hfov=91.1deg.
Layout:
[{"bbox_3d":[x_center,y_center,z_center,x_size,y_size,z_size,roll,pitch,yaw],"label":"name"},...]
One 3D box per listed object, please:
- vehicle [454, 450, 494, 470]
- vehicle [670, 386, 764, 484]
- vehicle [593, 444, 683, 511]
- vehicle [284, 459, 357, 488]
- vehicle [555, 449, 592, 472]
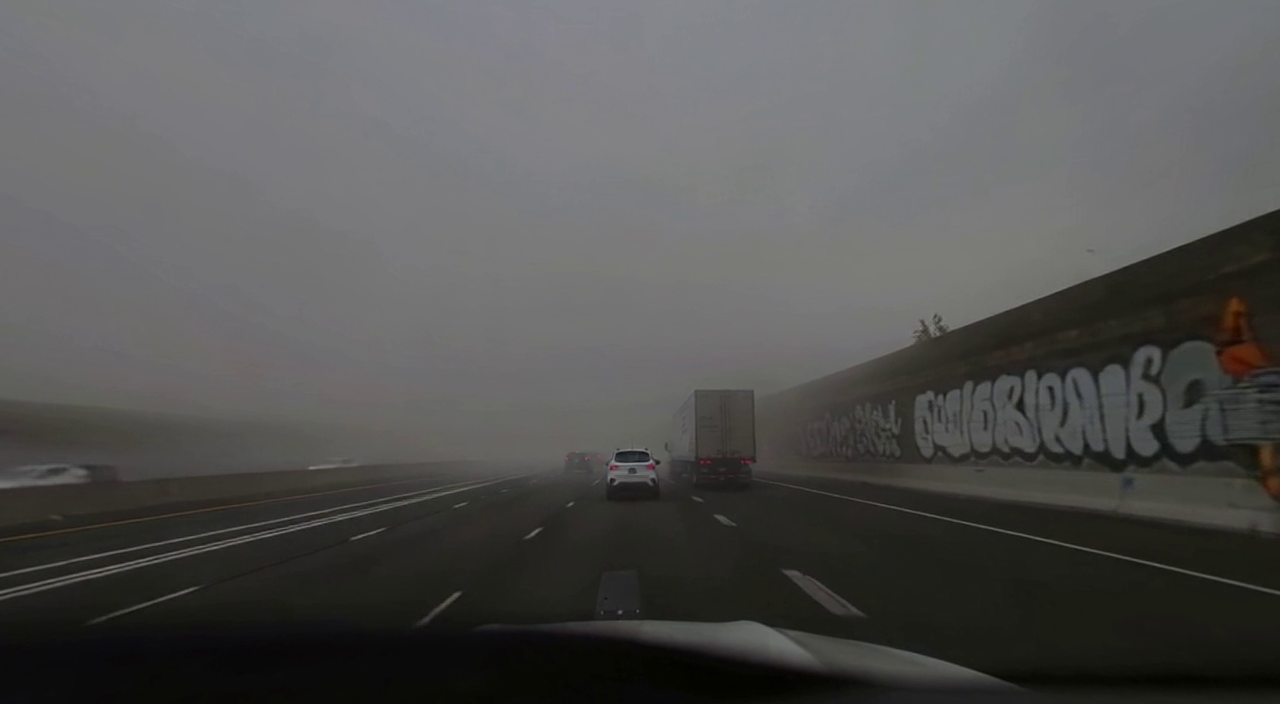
[{"bbox_3d":[-12.915,8.400,49.203,1.927,1.477,4.508,-1,-9,0],"label":"vehicle"},{"bbox_3d":[3.505,4.523,33.243,2.902,4.014,14.446,0,-9,-1],"label":"vehicle"},{"bbox_3d":[-0.092,3.169,16.351,2.033,1.468,4.015,0,-9,-1],"label":"vehicle"},{"bbox_3d":[-17.880,6.811,35.465,1.738,1.426,4.342,-1,-9,2],"label":"vehicle"},{"bbox_3d":[-4.464,7.337,42.780,2.067,1.481,4.085,-1,-9,1],"label":"vehicle"}]
